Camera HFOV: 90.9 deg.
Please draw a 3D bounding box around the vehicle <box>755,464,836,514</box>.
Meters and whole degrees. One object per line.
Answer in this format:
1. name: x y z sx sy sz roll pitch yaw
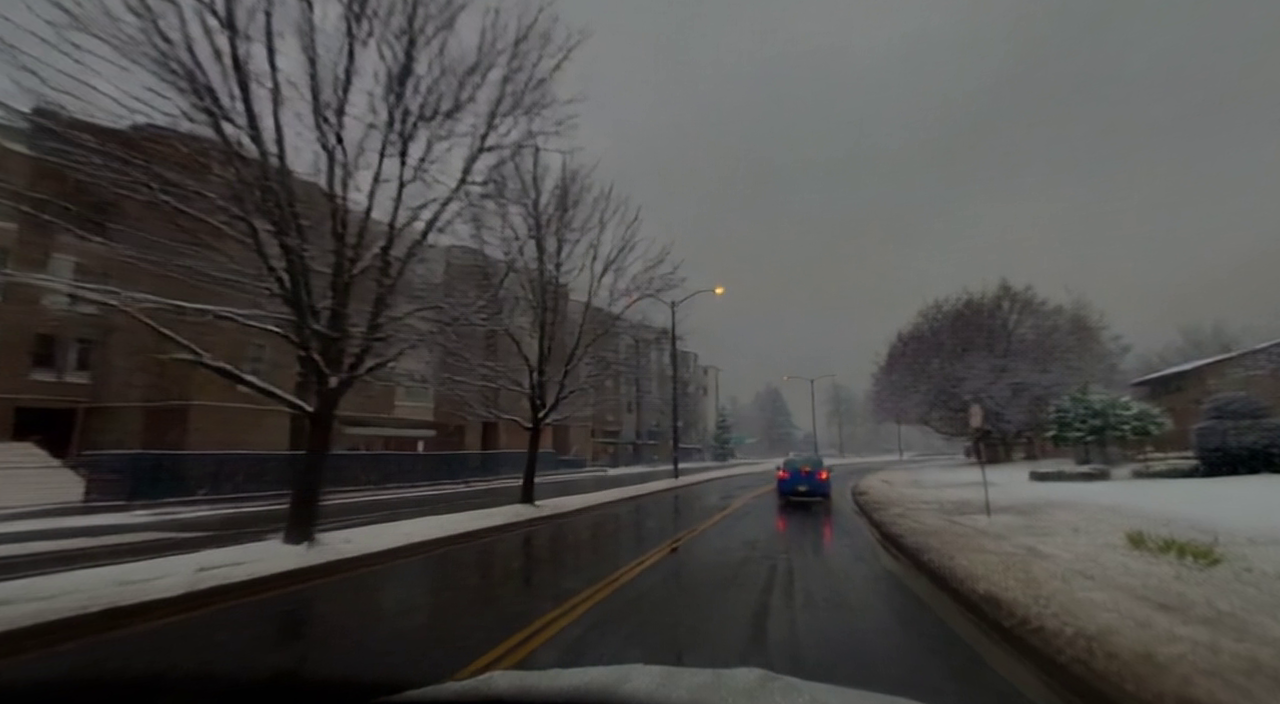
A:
1. vehicle: 4.817 4.031 18.946 1.972 1.250 5.282 -3 -11 17
